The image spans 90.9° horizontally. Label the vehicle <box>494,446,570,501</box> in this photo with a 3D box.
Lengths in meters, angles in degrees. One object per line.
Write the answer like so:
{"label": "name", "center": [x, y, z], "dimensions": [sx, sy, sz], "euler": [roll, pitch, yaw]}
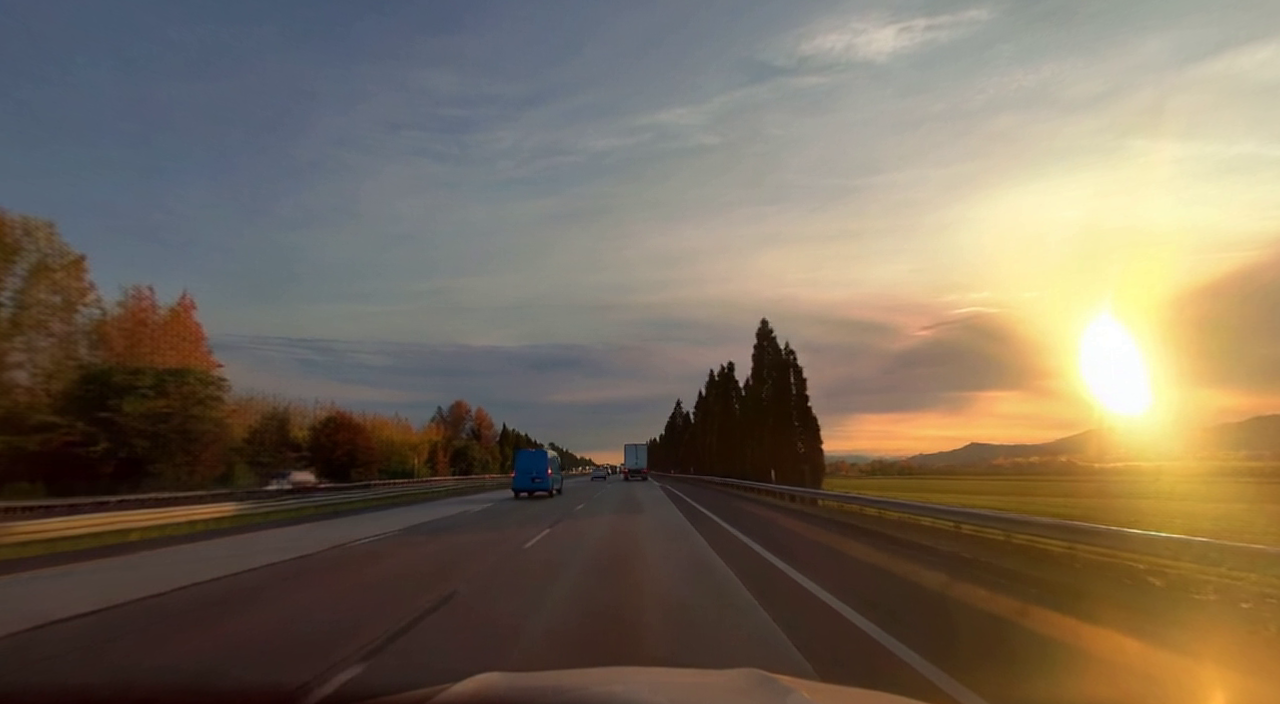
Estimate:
{"label": "vehicle", "center": [-4.231, 4.877, 25.467], "dimensions": [2.208, 1.973, 4.716], "euler": [1, -10, 0]}
